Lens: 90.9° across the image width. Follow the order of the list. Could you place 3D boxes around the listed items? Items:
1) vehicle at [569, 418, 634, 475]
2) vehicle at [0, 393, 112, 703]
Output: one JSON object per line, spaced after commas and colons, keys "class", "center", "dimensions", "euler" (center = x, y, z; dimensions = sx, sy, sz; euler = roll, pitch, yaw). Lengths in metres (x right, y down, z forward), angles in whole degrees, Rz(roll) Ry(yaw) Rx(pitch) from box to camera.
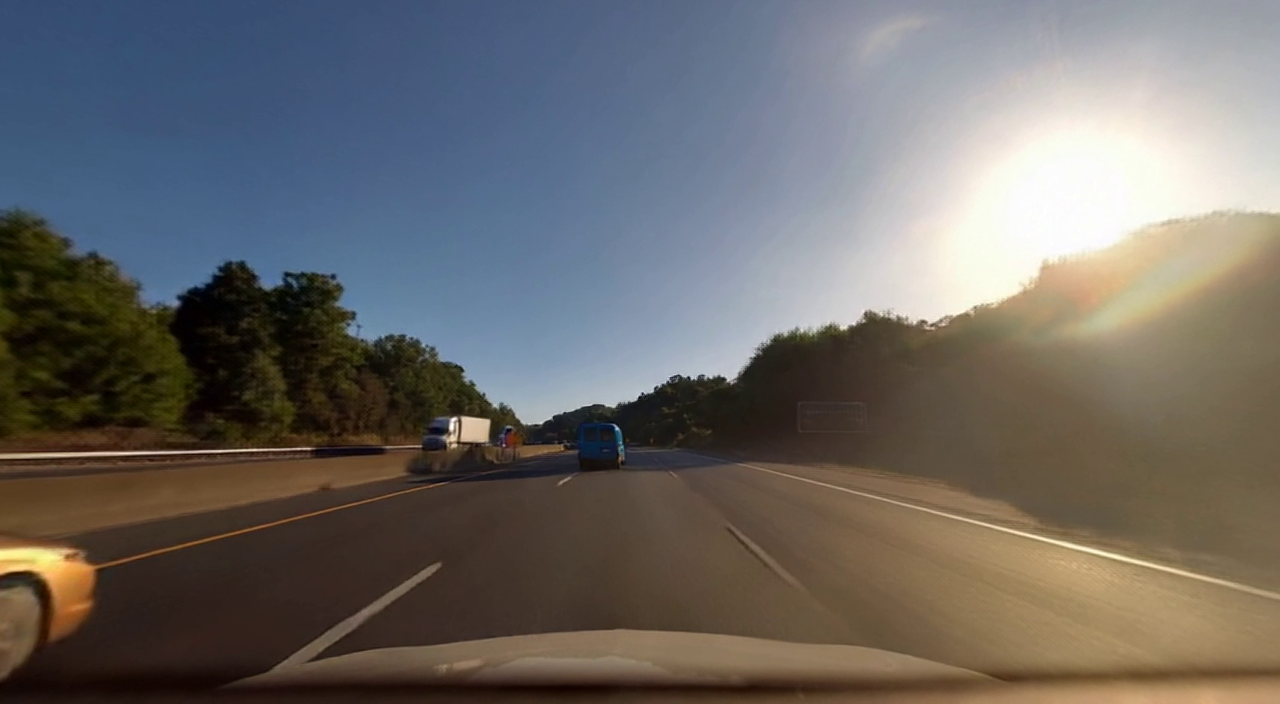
{"class": "vehicle", "center": [-1.415, 3.739, 25.164], "dimensions": [2.297, 2.011, 4.736], "euler": [0, -8, 0]}
{"class": "vehicle", "center": [-3.984, 0.746, 1.044], "dimensions": [2.096, 1.537, 4.700], "euler": [0, -7, 1]}
